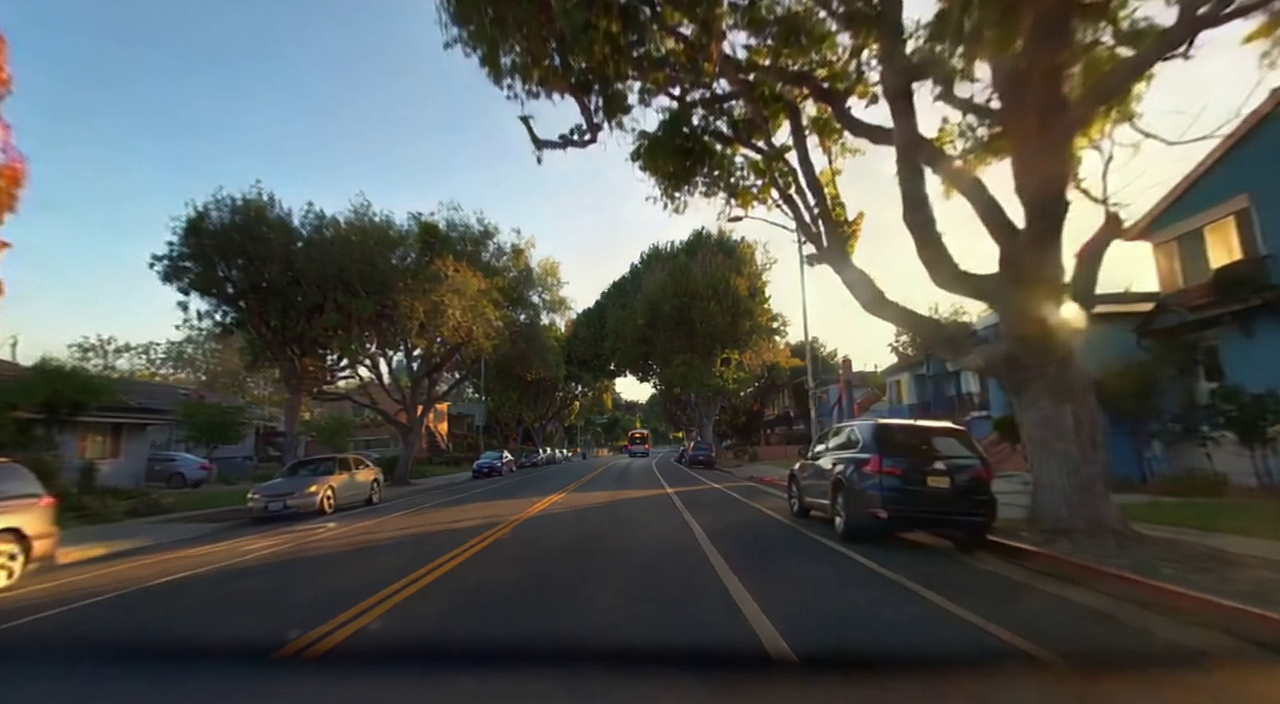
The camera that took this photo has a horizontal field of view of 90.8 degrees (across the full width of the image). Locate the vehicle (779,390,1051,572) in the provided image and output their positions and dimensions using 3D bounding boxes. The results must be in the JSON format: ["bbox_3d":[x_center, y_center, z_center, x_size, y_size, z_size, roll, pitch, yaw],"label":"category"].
[{"bbox_3d":[3.703,1.803,9.672,2.131,1.995,4.626,3,-8,1],"label":"vehicle"}]

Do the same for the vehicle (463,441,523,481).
[{"bbox_3d":[-8.263,6.155,36.024,2.094,1.840,5.450,-6,-8,-1],"label":"vehicle"}]

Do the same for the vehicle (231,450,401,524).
[{"bbox_3d":[-8.312,3.447,16.860,1.921,1.494,4.884,-2,-8,1],"label":"vehicle"}]

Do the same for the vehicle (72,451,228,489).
[{"bbox_3d":[-20.221,4.849,26.225,4.721,1.463,2.275,-1,-8,5],"label":"vehicle"}]

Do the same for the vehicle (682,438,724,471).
[{"bbox_3d":[3.991,6.552,40.668,2.060,1.833,4.927,4,-9,0],"label":"vehicle"}]
